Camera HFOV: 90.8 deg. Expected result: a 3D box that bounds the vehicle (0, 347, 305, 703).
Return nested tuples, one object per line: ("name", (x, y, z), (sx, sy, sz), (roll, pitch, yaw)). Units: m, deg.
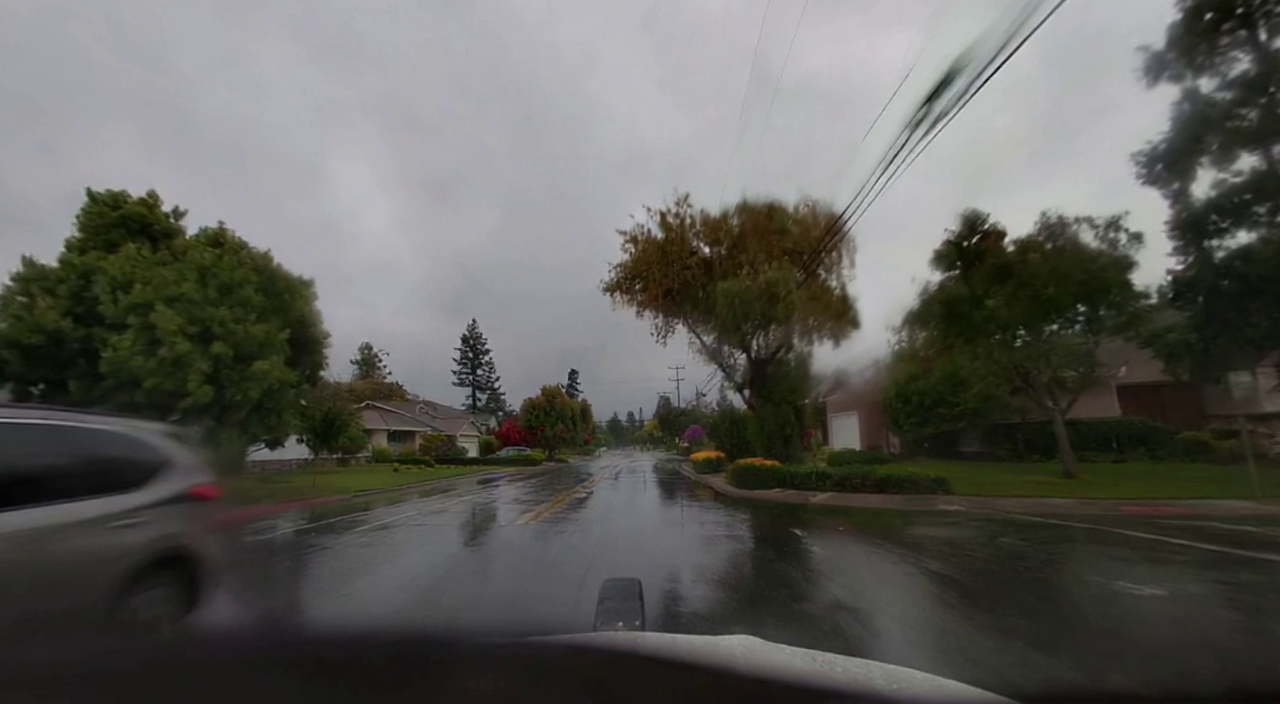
("vehicle", (-3.682, 0.903, 2.564), (2.097, 1.827, 4.603), (0, -9, 0))
